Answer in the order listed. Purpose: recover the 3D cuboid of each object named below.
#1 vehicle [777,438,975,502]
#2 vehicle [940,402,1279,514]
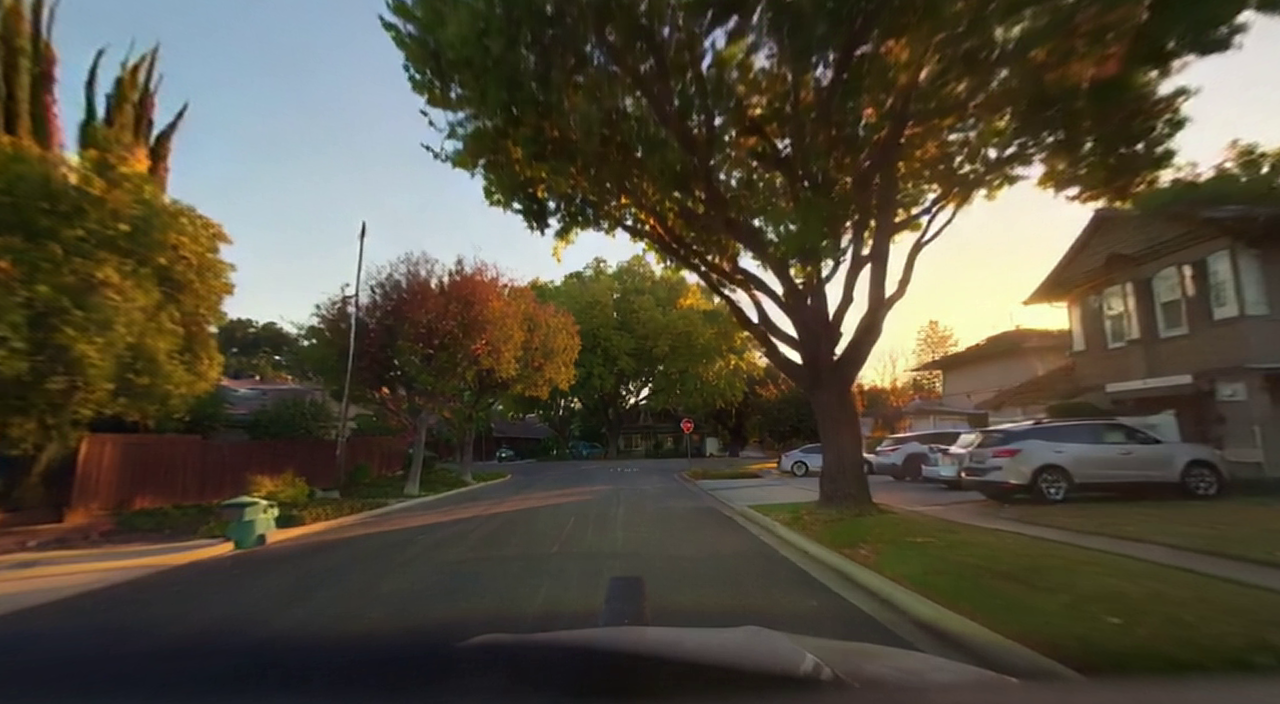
[{"bbox_3d":[5.727,2.885,15.713,4.229,1.402,1.811,1,-8,1],"label":"vehicle"},{"bbox_3d":[9.397,2.148,12.985,5.239,1.933,2.131,-2,-9,-1],"label":"vehicle"}]
